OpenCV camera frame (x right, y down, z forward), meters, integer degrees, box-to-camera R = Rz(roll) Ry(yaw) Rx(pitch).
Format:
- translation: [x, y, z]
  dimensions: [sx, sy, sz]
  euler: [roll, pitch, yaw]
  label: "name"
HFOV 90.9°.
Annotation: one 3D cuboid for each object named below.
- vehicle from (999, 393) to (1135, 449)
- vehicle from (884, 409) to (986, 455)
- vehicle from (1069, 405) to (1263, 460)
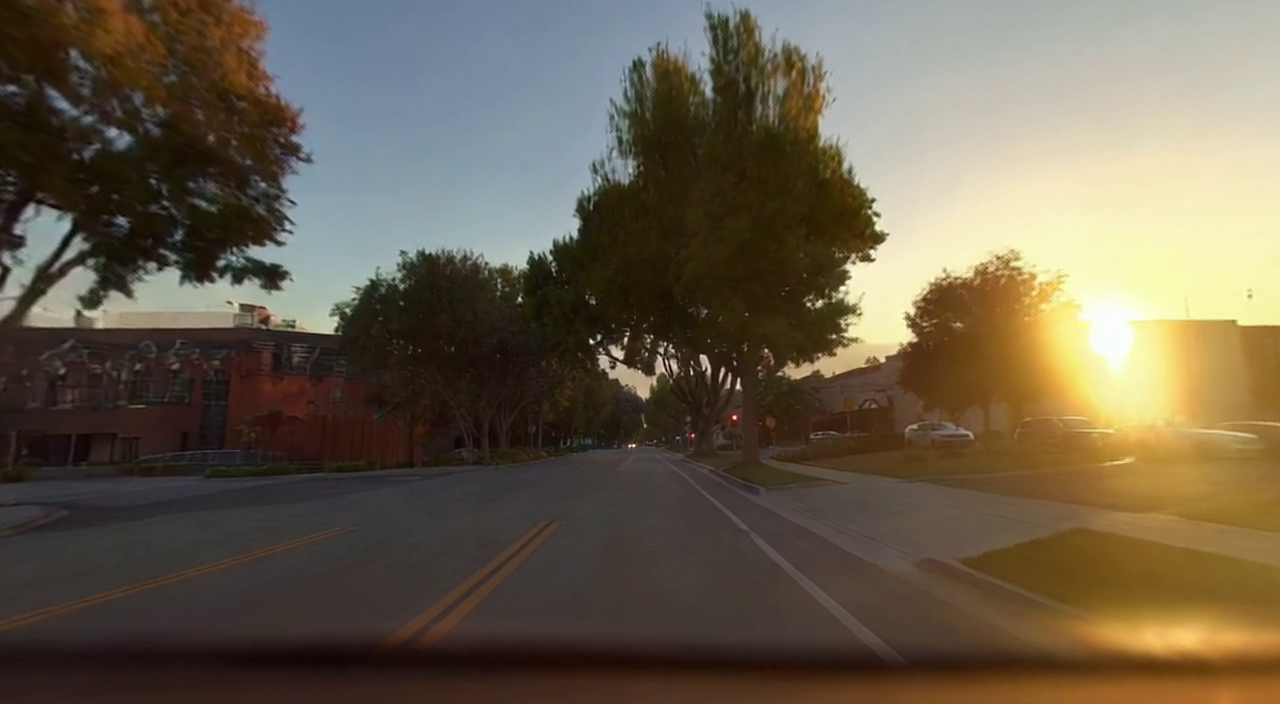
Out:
- translation: [16.879, 2.844, 25.313]
  dimensions: [2.027, 1.910, 4.824]
  euler: [-3, -8, 1]
  label: "vehicle"
- translation: [11.741, 3.281, 25.529]
  dimensions: [2.036, 1.636, 4.995]
  euler: [0, -8, 5]
  label: "vehicle"
- translation: [15.177, 2.412, 18.593]
  dimensions: [1.866, 1.420, 4.447]
  euler: [0, -9, 0]
  label: "vehicle"
